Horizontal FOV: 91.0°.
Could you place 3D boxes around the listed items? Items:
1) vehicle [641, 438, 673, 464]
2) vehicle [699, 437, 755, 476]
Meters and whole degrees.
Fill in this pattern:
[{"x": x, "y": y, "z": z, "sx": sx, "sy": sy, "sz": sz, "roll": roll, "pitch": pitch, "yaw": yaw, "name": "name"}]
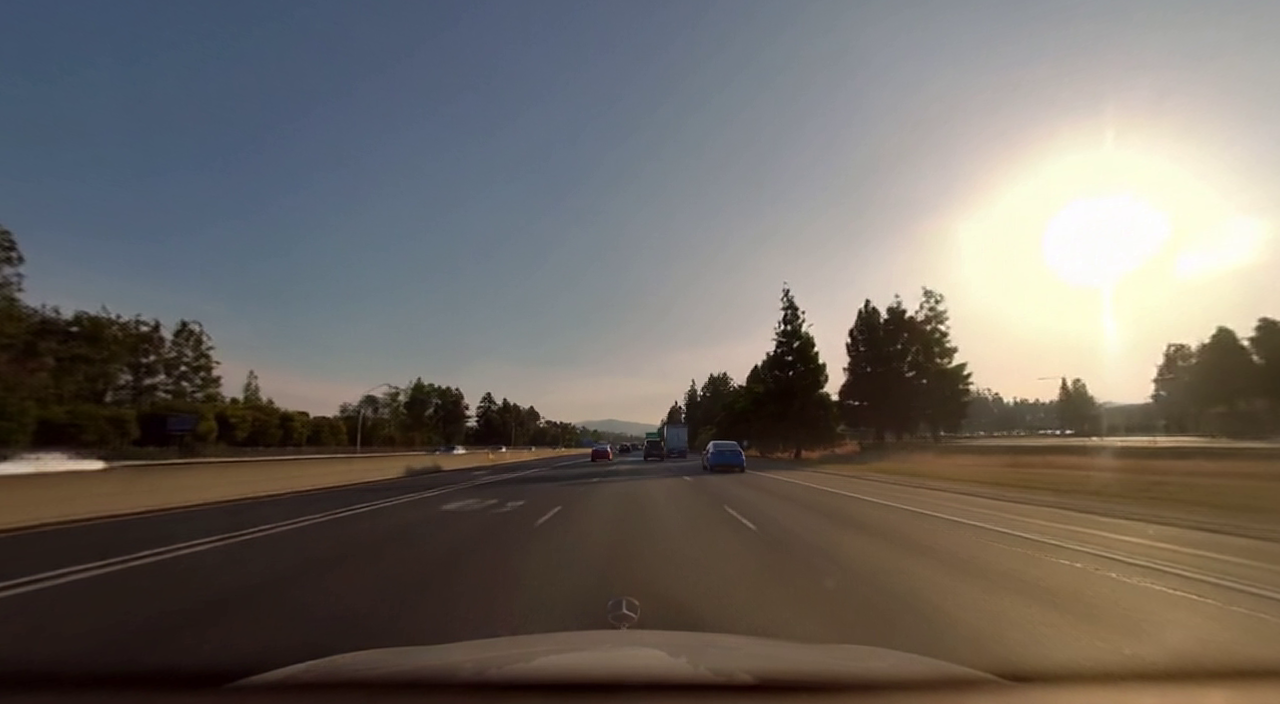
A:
[{"x": 1.214, "y": 7.378, "z": 46.933, "sx": 2.205, "sy": 1.785, "sz": 4.423, "roll": 0, "pitch": -9, "yaw": 0, "name": "vehicle"}, {"x": 4.079, "y": 4.972, "z": 30.143, "sx": 2.082, "sy": 1.720, "sz": 4.393, "roll": 0, "pitch": -9, "yaw": 0, "name": "vehicle"}]
